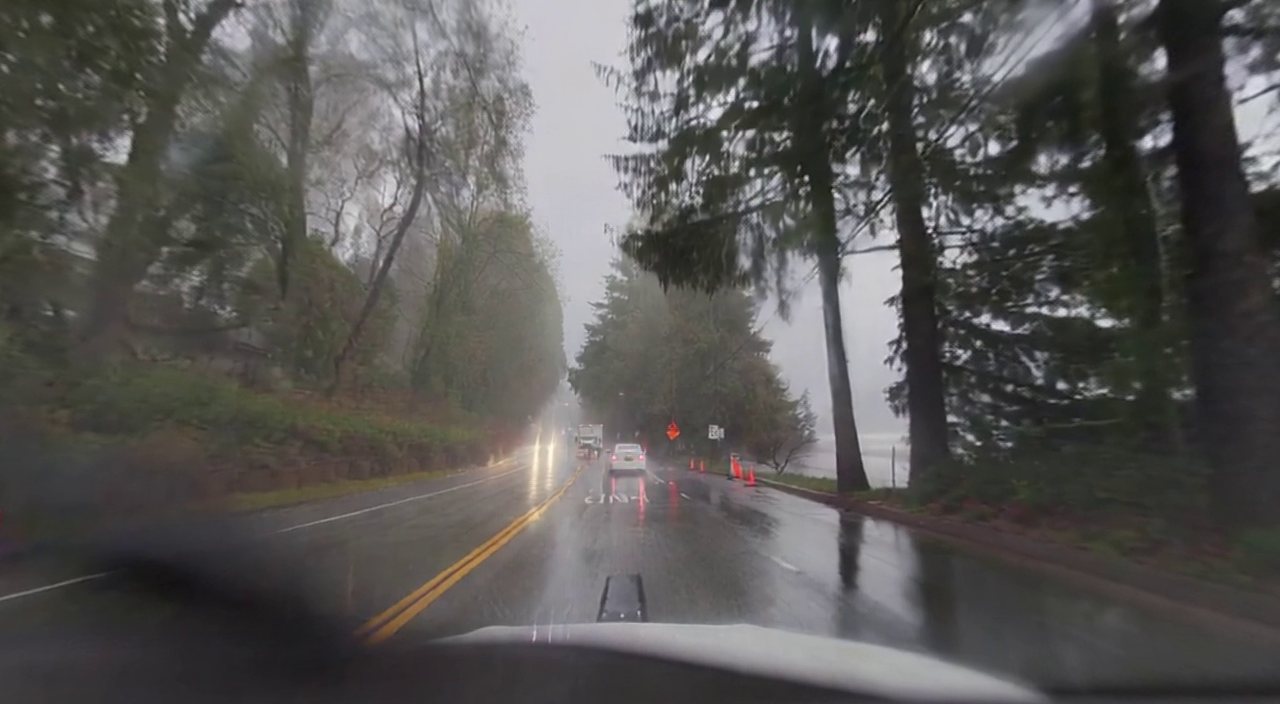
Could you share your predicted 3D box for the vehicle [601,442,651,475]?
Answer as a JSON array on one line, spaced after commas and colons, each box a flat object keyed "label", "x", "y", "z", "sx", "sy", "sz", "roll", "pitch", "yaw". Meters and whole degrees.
[{"label": "vehicle", "x": -0.683, "y": 5.104, "z": 30.373, "sx": 2.186, "sy": 1.463, "sz": 4.356, "roll": 0, "pitch": -9, "yaw": -2}]
